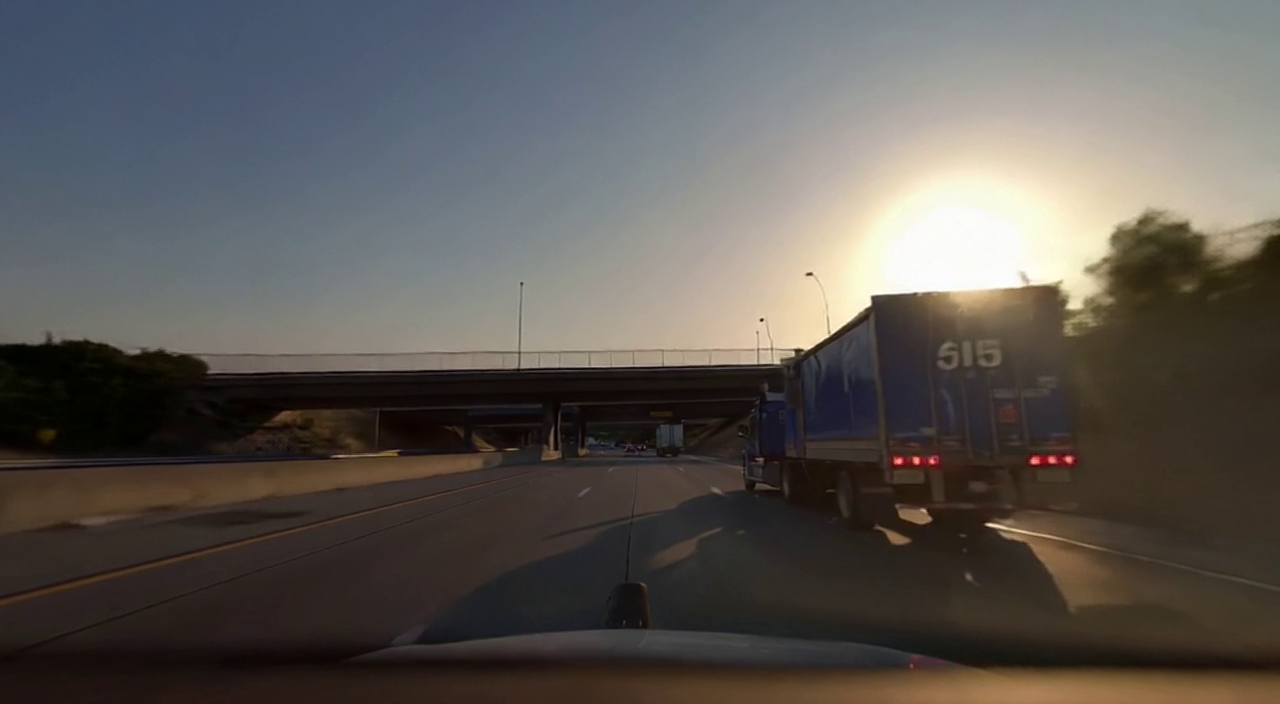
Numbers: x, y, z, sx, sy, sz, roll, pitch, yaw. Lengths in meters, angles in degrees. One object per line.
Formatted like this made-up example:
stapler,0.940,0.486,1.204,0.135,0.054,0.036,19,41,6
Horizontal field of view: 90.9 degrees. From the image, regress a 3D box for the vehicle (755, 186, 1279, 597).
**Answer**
vehicle,4.456,1.053,10.758,3.107,3.718,10.231,0,-9,0
